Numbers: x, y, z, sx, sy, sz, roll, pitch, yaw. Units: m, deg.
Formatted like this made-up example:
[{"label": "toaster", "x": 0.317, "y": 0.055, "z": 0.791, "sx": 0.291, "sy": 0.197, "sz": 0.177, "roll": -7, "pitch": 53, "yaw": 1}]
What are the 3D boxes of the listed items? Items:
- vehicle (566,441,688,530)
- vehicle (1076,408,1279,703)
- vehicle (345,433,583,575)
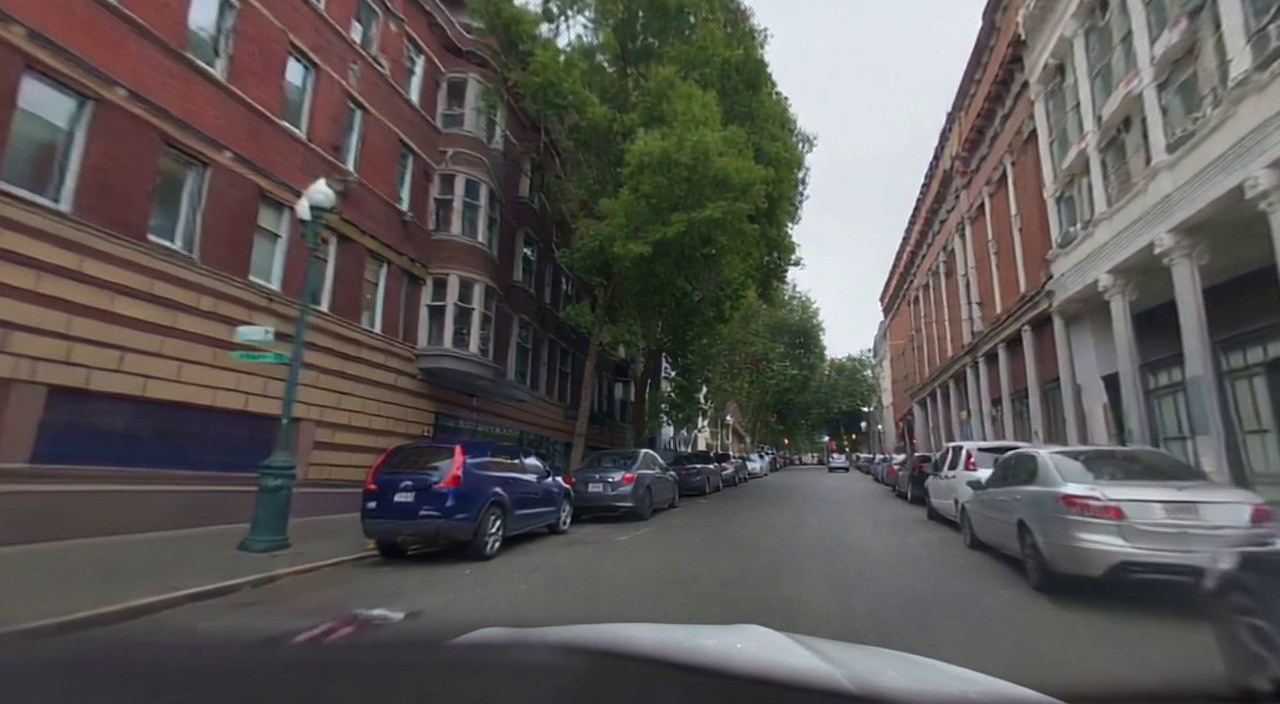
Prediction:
[{"label": "vehicle", "x": -0.154, "y": 3.035, "z": 15.051, "sx": 1.867, "sy": 1.519, "sz": 3.920, "roll": 0, "pitch": -4, "yaw": 15}, {"label": "vehicle", "x": 3.166, "y": 0.848, "z": 1.553, "sx": 1.925, "sy": 1.481, "sz": 4.653, "roll": -2, "pitch": -8, "yaw": 15}, {"label": "vehicle", "x": -2.240, "y": 1.941, "z": 8.855, "sx": 1.875, "sy": 1.564, "sz": 2.982, "roll": -2, "pitch": -7, "yaw": 16}]
